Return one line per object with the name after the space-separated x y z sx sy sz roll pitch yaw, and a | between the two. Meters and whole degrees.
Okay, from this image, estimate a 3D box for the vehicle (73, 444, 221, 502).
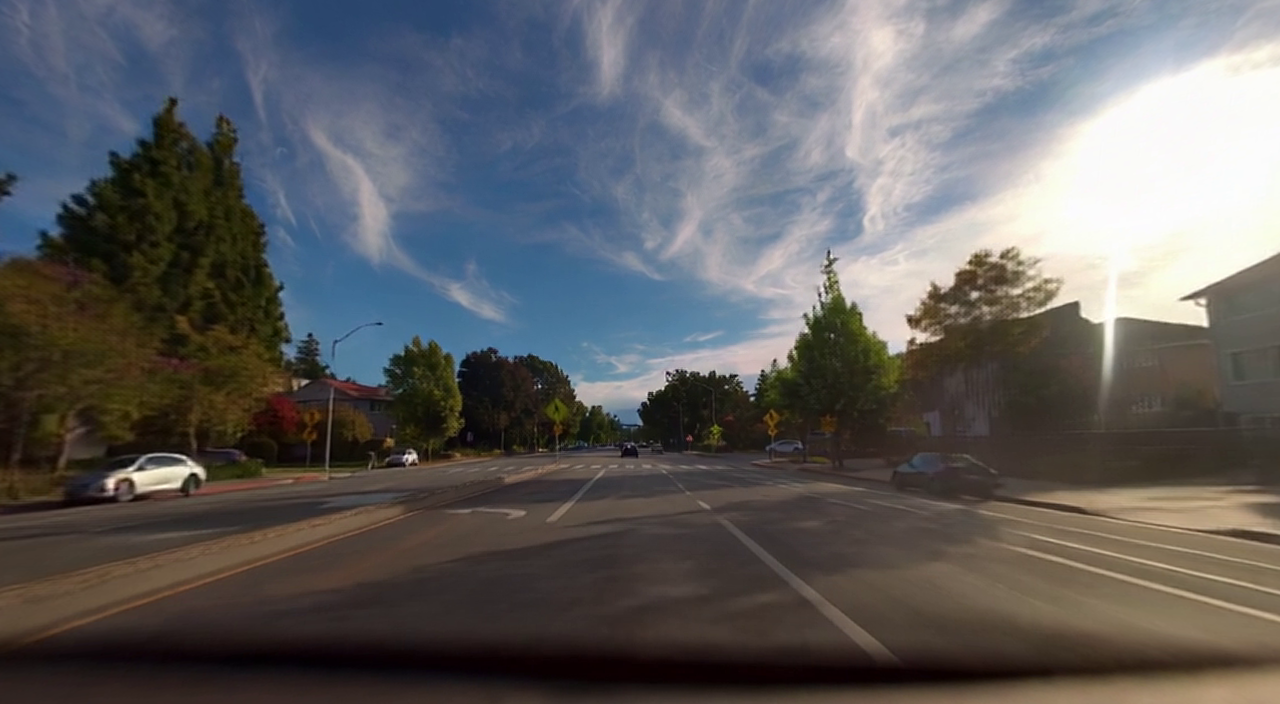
-18.281 4.453 23.783 1.994 1.874 4.502 -3 -8 -1 | vehicle

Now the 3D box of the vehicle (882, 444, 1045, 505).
8.706 3.300 17.559 1.925 1.454 4.493 1 -9 -4 | vehicle
